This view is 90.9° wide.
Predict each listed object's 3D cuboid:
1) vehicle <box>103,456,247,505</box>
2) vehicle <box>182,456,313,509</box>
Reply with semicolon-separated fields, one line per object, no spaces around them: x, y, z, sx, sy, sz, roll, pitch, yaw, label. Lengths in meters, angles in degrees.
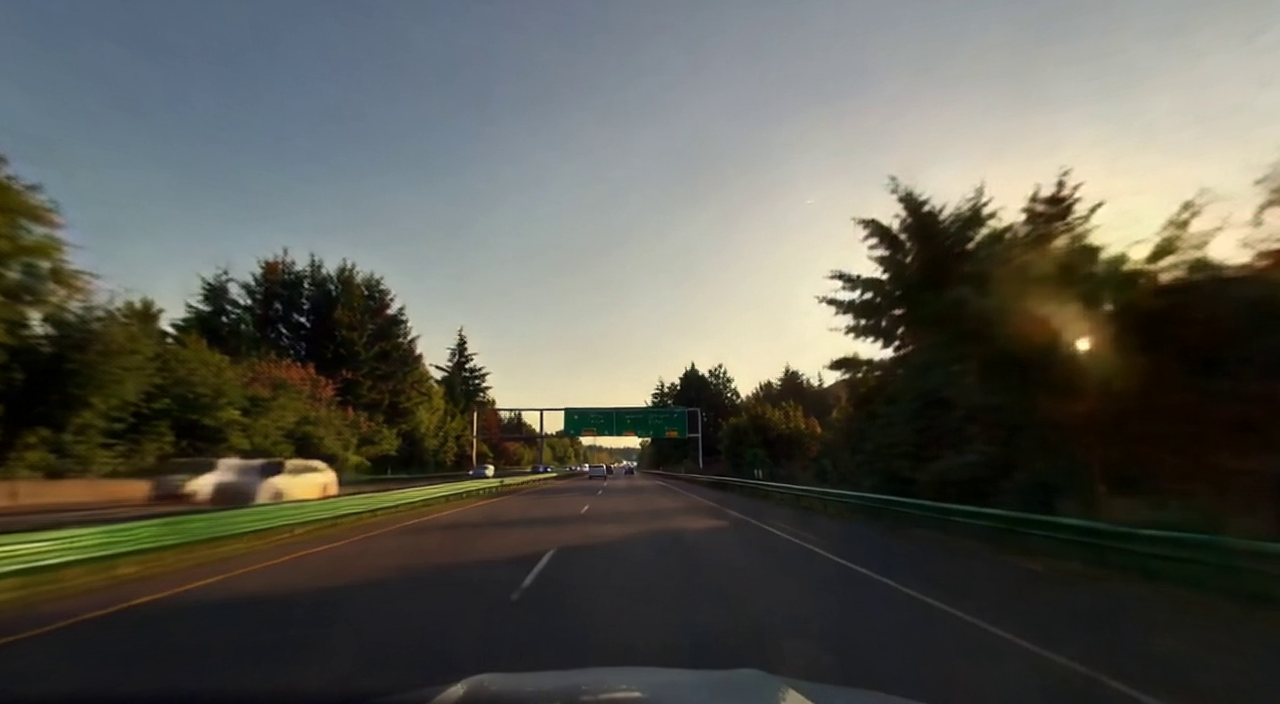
-15.956;4.423;21.972;1.773;1.493;4.313;1;-10;-2;vehicle
-11.780;3.933;19.212;1.712;1.420;3.493;1;-10;-1;vehicle
